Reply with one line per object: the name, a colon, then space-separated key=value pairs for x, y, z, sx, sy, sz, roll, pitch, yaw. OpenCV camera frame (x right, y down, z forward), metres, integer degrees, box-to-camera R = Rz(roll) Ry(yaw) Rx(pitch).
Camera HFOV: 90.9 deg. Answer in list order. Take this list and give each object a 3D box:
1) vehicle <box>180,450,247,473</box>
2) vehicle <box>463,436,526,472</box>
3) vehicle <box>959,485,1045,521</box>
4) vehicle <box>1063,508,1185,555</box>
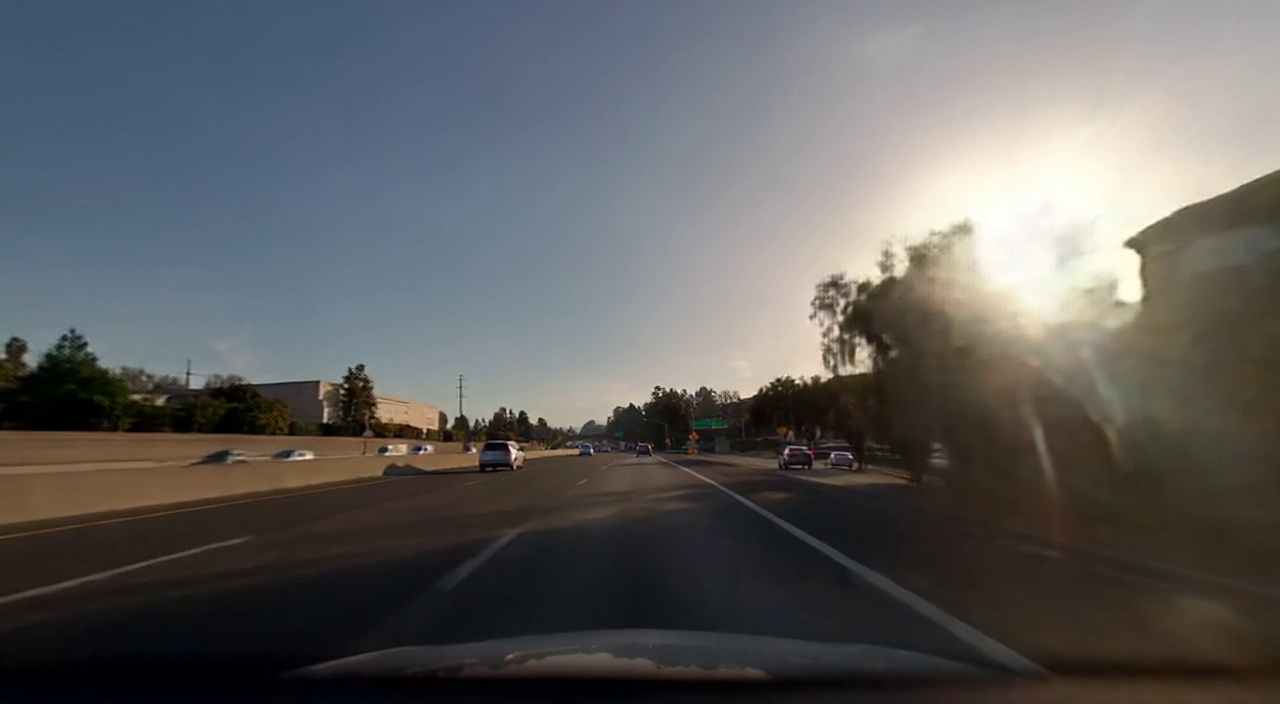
vehicle: x=-31.454 y=8.046 z=46.666 sx=1.868 sy=1.536 sz=4.251 roll=0 pitch=-8 yaw=1
vehicle: x=-7.222 y=5.103 z=31.719 sx=2.088 sy=1.678 sz=4.426 roll=0 pitch=-8 yaw=0
vehicle: x=21.407 y=8.898 z=37.542 sx=2.008 sy=1.658 sz=4.776 roll=0 pitch=-8 yaw=-5
vehicle: x=22.164 y=8.209 z=29.162 sx=1.790 sy=1.475 sz=4.520 roll=0 pitch=-8 yaw=-4
